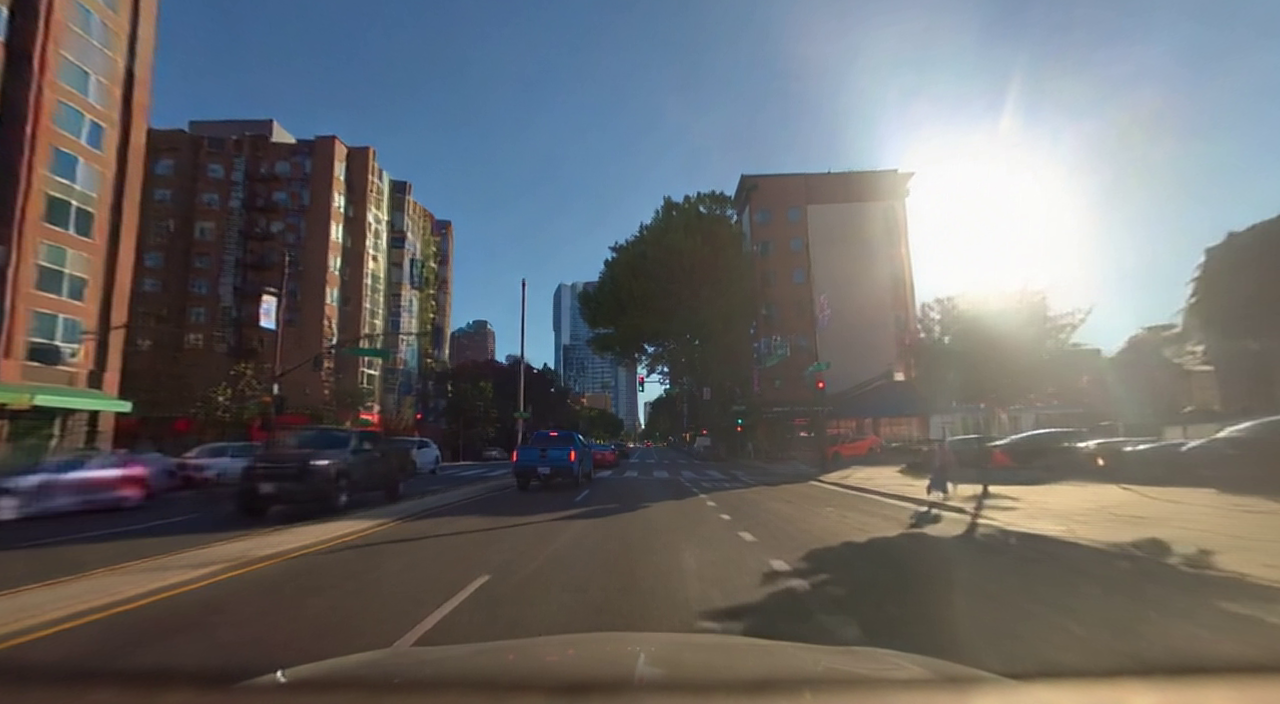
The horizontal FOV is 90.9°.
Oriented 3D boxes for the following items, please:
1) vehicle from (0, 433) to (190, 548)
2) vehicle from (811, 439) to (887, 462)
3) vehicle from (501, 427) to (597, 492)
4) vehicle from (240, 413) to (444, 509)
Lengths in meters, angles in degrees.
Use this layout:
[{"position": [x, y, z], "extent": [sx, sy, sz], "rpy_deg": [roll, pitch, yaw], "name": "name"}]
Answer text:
[{"position": [-10.126, 2.249, 10.743], "extent": [1.894, 1.636, 4.057], "rpy_deg": [0, -9, 0], "name": "vehicle"}, {"position": [14.074, 6.689, 42.642], "extent": [4.447, 1.484, 1.928], "rpy_deg": [0, -9, 1], "name": "vehicle"}, {"position": [-2.714, 3.403, 20.276], "extent": [2.197, 1.786, 5.365], "rpy_deg": [0, -9, 1], "name": "vehicle"}, {"position": [-7.100, 2.708, 16.042], "extent": [2.308, 1.961, 5.807], "rpy_deg": [0, -9, 1], "name": "vehicle"}]
